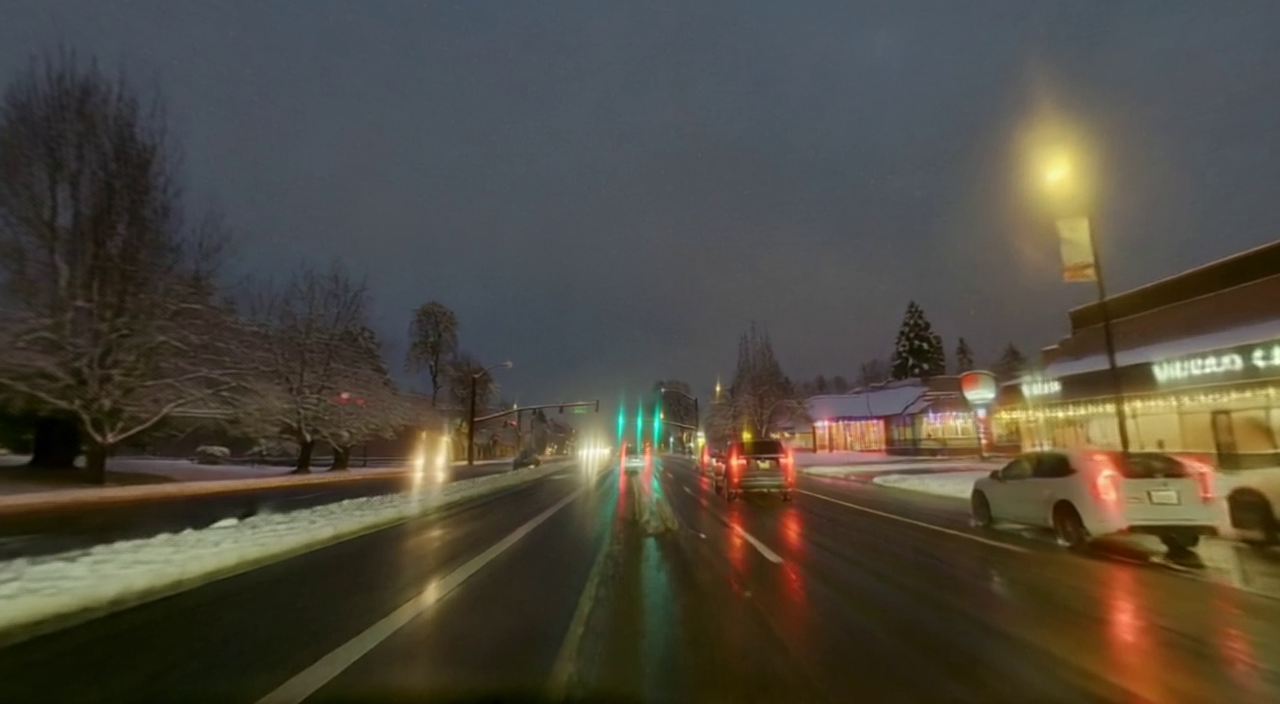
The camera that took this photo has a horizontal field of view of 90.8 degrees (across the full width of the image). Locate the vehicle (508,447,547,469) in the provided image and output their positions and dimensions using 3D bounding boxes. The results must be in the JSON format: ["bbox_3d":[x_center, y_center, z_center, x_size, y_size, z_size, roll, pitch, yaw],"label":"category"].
[{"bbox_3d":[-8.311,7.843,46.925,2.039,1.487,4.437,0,-8,1],"label":"vehicle"}]

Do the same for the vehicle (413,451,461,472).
[{"bbox_3d":[-15.773,8.503,49.313,2.096,1.512,4.755,0,-8,1],"label":"vehicle"}]

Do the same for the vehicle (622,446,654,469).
[{"bbox_3d":[-0.151,7.158,43.233,2.052,1.461,4.324,0,-8,0],"label":"vehicle"}]

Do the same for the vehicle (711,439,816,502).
[{"bbox_3d":[3.351,3.319,18.189,2.072,1.545,4.578,0,-8,0],"label":"vehicle"}]

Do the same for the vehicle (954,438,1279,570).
[{"bbox_3d":[6.821,2.043,9.401,1.952,1.449,4.544,0,-8,0],"label":"vehicle"}]
